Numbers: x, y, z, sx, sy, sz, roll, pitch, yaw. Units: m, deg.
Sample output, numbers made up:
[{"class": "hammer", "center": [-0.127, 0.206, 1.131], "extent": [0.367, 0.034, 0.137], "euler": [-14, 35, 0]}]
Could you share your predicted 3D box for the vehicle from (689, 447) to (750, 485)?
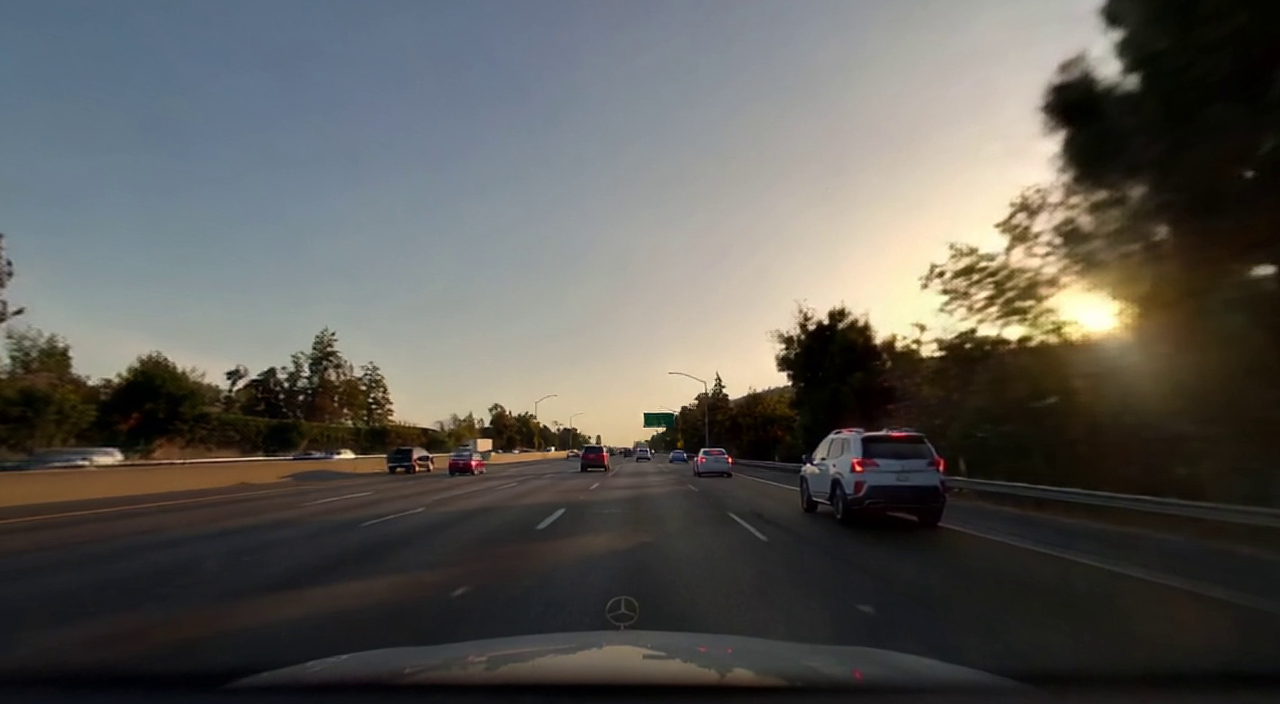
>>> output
[{"class": "vehicle", "center": [3.422, 5.005, 27.986], "extent": [2.126, 1.529, 4.438], "euler": [0, -9, 0]}]

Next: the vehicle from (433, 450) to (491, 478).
[{"class": "vehicle", "center": [-10.268, 6.498, 36.734], "extent": [1.974, 1.472, 4.684], "euler": [0, -9, 1]}]

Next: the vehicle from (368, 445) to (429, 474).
[{"class": "vehicle", "center": [-16.632, 7.395, 43.595], "extent": [2.181, 1.819, 4.830], "euler": [0, -9, 2]}]

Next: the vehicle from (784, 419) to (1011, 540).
[{"class": "vehicle", "center": [4.400, 2.270, 11.845], "extent": [2.218, 1.776, 4.807], "euler": [0, -9, 0]}]

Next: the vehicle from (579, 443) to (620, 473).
[{"class": "vehicle", "center": [-2.693, 7.287, 43.529], "extent": [2.449, 1.929, 5.503], "euler": [0, -9, 0]}]
